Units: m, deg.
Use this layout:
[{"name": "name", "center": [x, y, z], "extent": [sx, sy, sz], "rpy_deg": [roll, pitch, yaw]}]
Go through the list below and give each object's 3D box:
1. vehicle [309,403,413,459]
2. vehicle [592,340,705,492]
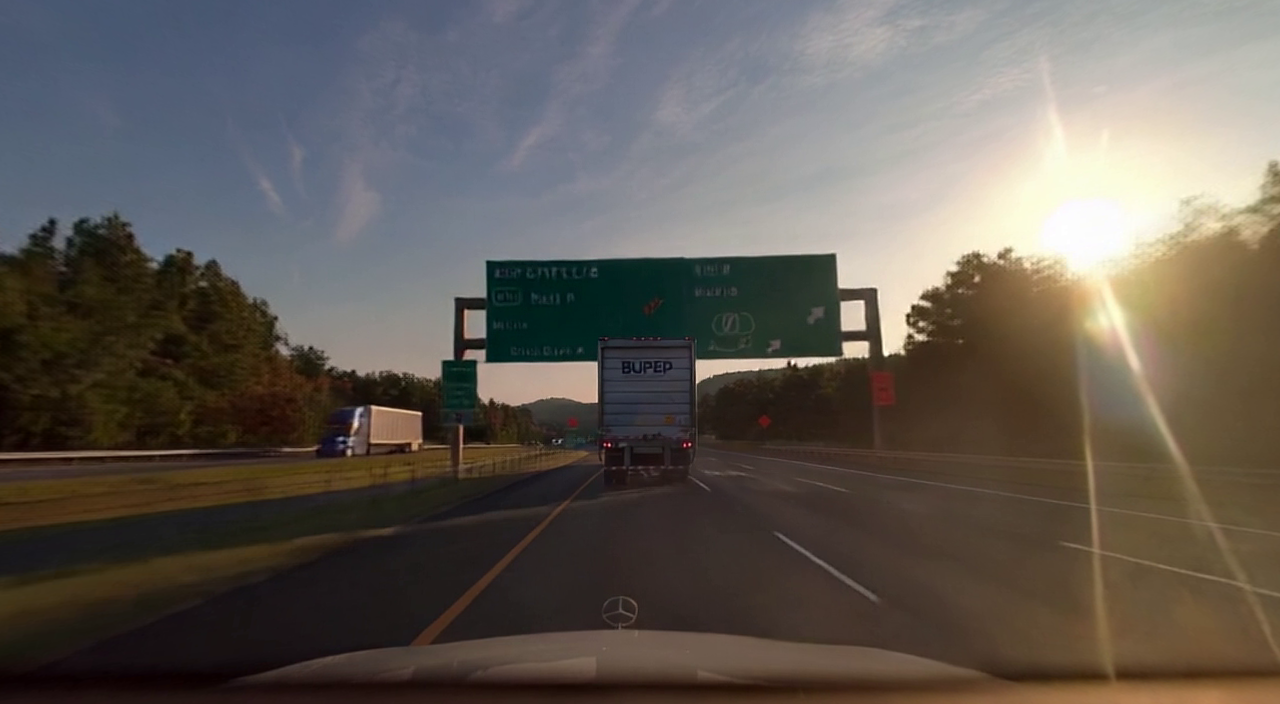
[{"name": "vehicle", "center": [-15.339, 4.441, 35.207], "extent": [2.644, 2.823, 6.810], "rpy_deg": [0, -8, 0]}, {"name": "vehicle", "center": [0.132, 2.200, 20.553], "extent": [2.870, 3.911, 8.697], "rpy_deg": [0, -8, -1]}]
